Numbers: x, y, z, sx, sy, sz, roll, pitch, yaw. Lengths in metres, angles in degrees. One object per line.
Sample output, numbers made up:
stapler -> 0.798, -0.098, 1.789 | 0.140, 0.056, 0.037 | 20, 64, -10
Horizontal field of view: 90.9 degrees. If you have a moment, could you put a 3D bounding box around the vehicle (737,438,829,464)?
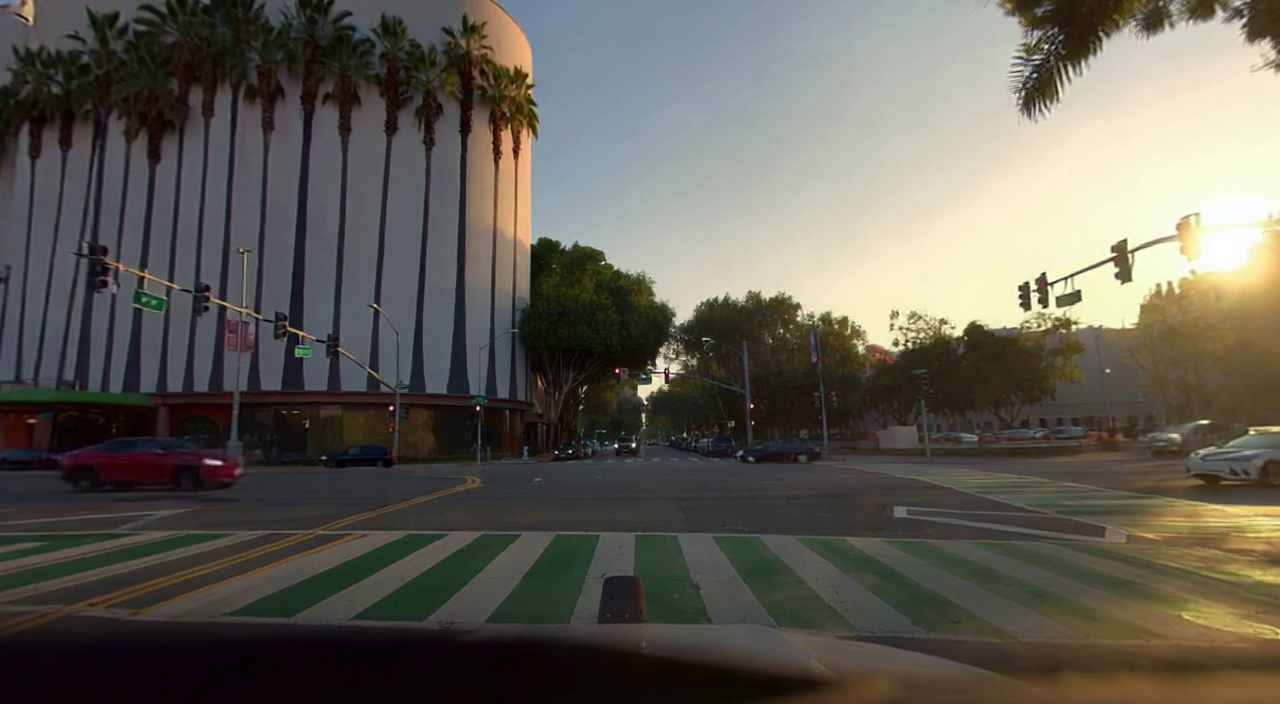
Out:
vehicle -> 8.285, 5.753, 36.763 | 4.893, 1.458, 1.791 | 0, -8, 0

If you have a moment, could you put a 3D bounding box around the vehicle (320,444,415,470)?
vehicle -> -16.063, 6.216, 37.362 | 4.784, 1.465, 1.798 | 0, -8, 0

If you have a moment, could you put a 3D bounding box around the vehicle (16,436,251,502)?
vehicle -> -13.822, 3.192, 17.398 | 4.875, 1.669, 1.953 | -1, -8, 3

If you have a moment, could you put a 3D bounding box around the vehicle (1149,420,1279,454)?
vehicle -> 33.447, 4.983, 36.787 | 5.477, 1.880, 2.125 | 0, -8, 1
